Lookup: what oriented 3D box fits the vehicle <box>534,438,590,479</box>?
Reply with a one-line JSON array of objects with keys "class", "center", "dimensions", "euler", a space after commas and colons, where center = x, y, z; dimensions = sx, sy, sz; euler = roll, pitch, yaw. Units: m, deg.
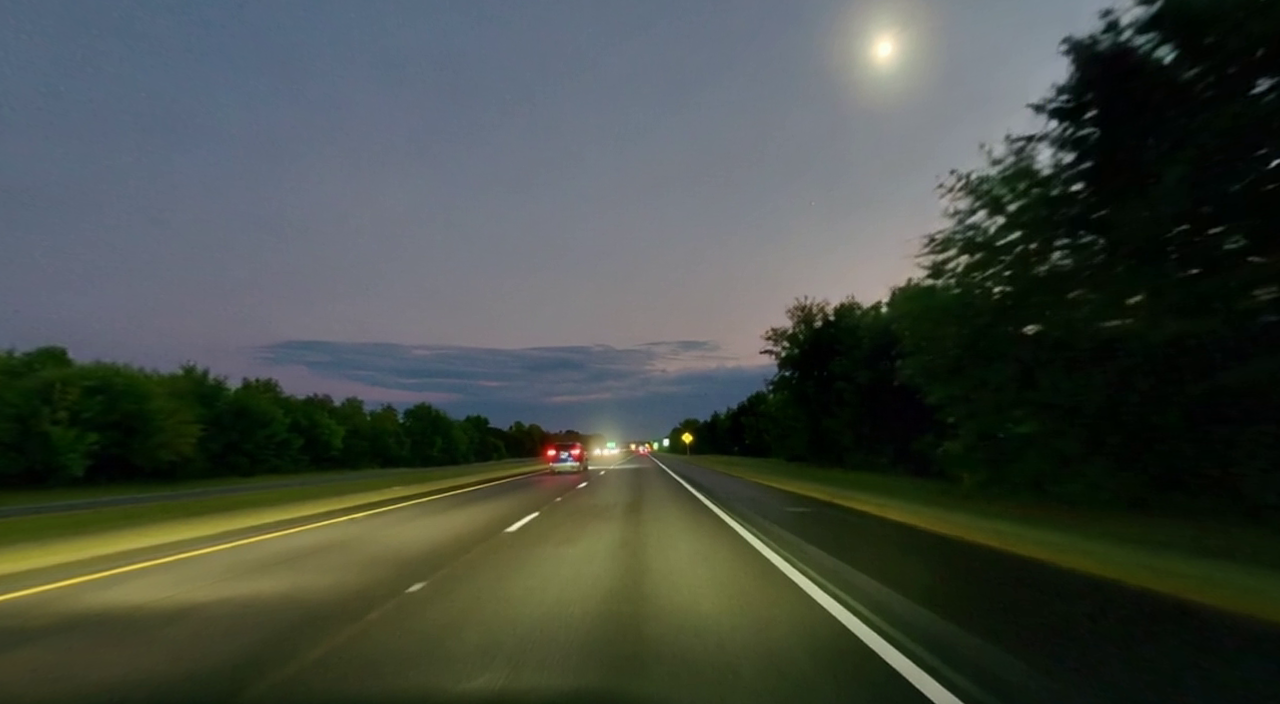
[{"class": "vehicle", "center": [-3.648, 5.072, 30.241], "dimensions": [2.056, 1.811, 4.202], "euler": [0, -9, 1]}]
